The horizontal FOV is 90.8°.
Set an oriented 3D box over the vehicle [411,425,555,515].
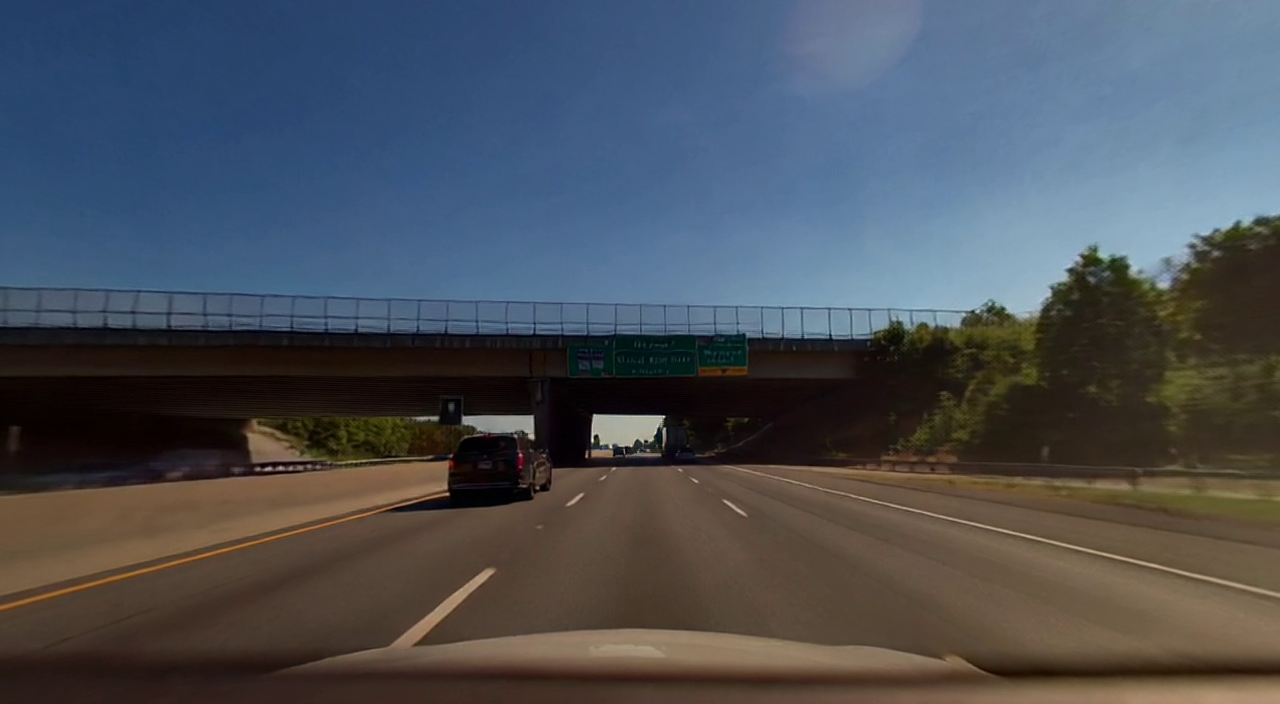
[{"bbox_3d":[-3.465,2.732,15.034,2.238,1.792,4.518,0,-9,0],"label":"vehicle"}]
